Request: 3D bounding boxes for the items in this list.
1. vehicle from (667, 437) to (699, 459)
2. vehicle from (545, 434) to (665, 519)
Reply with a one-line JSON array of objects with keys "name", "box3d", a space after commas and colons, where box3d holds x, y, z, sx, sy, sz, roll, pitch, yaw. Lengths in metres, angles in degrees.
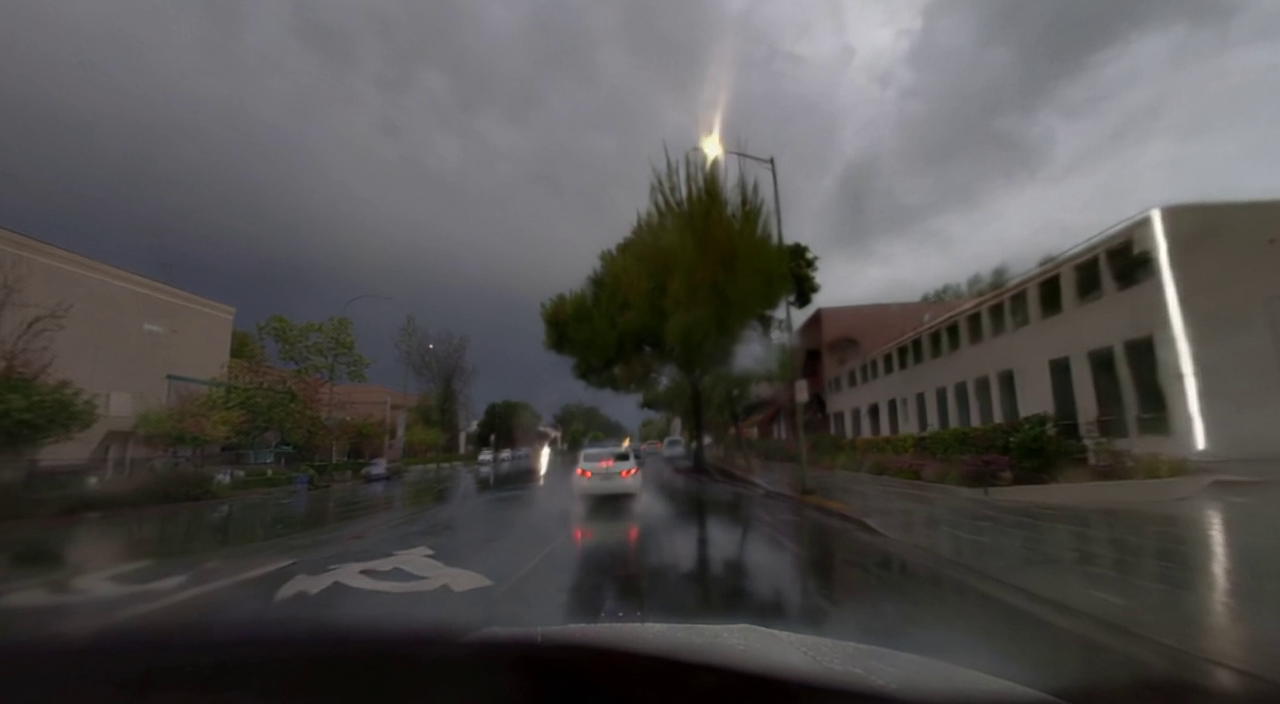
[{"name": "vehicle", "box3d": [2.976, 6.724, 44.360, 1.972, 1.484, 3.974, 0, -8, 1]}, {"name": "vehicle", "box3d": [-0.734, 2.535, 13.446, 2.116, 1.479, 4.358, 0, -8, -3]}]
